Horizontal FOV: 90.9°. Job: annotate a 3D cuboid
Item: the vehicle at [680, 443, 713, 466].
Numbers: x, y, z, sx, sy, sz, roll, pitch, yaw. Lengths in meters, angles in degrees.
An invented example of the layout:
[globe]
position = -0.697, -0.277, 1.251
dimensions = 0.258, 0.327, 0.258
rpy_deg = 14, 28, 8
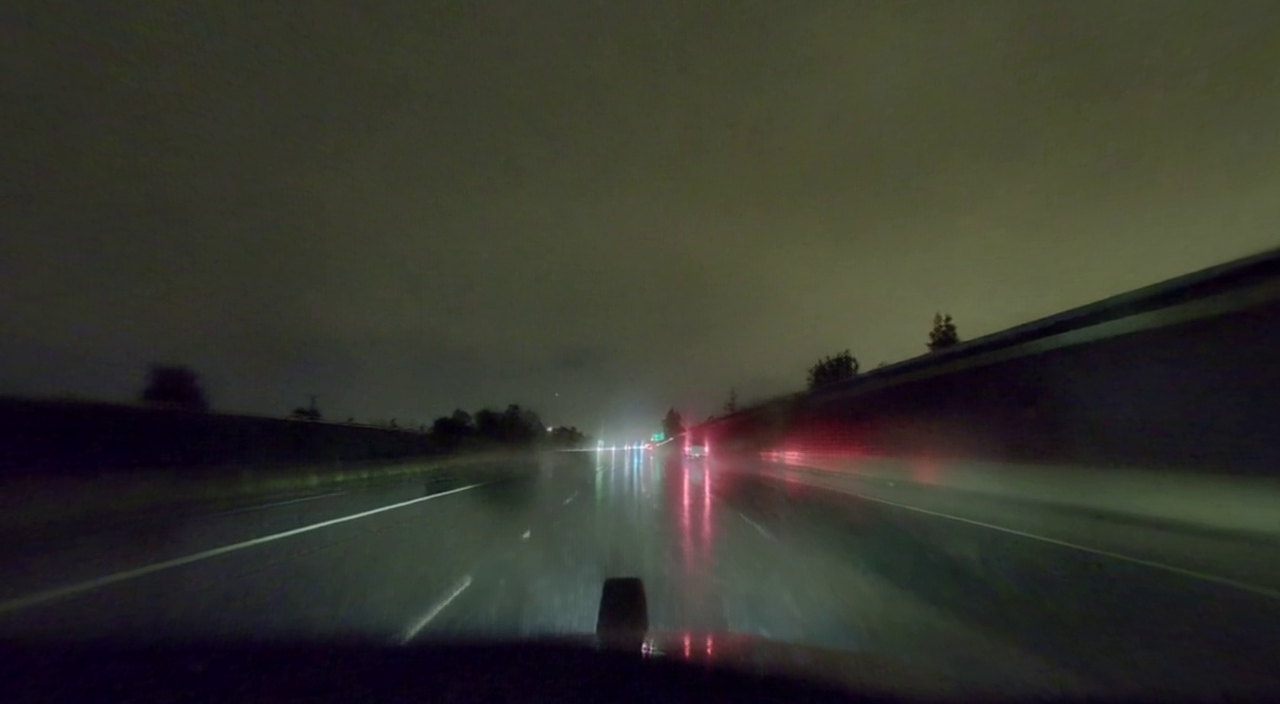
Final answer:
[vehicle]
position = 4.079, 7.419, 45.826
dimensions = 2.003, 1.520, 4.058
rpy_deg = 0, -8, 0
